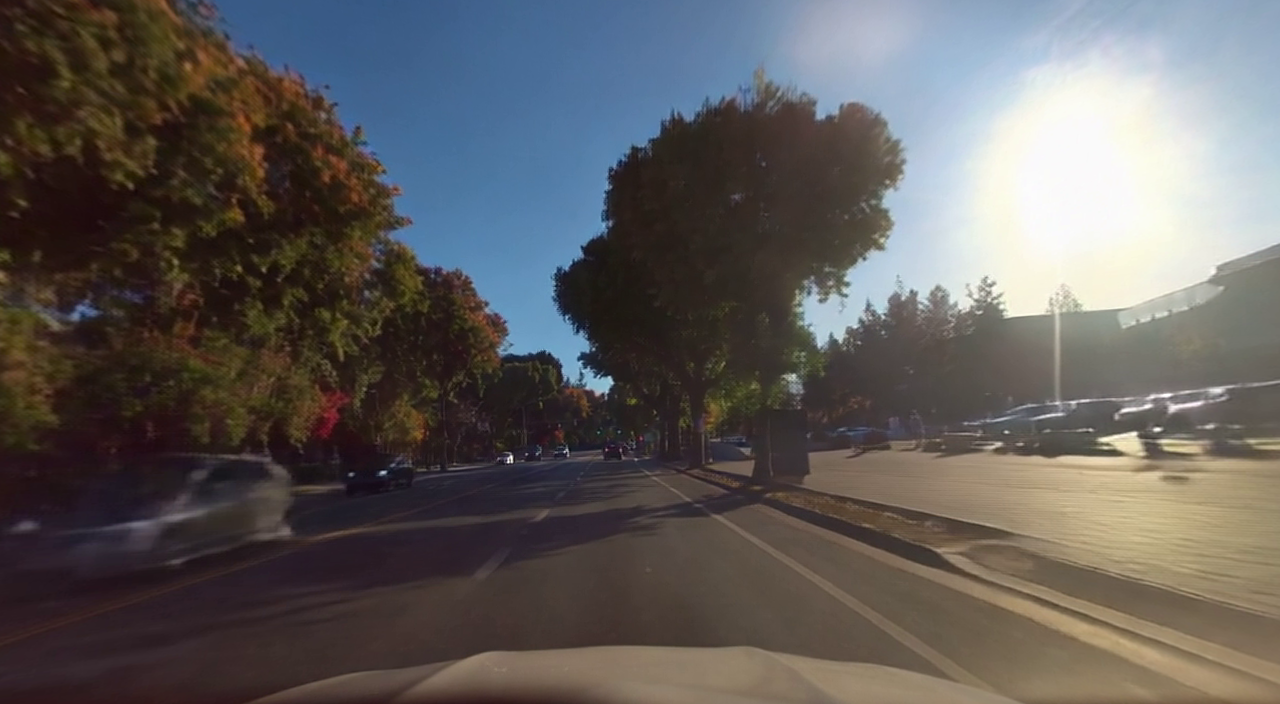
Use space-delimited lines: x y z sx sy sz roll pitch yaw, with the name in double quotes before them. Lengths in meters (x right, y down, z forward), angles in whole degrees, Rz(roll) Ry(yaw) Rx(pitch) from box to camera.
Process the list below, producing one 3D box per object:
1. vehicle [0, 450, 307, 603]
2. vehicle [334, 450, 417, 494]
"vehicle" -6.701 2.123 8.652 2.033 1.511 4.247 0 -8 -1
"vehicle" -11.551 5.237 27.959 2.000 1.728 4.510 0 -8 -4
